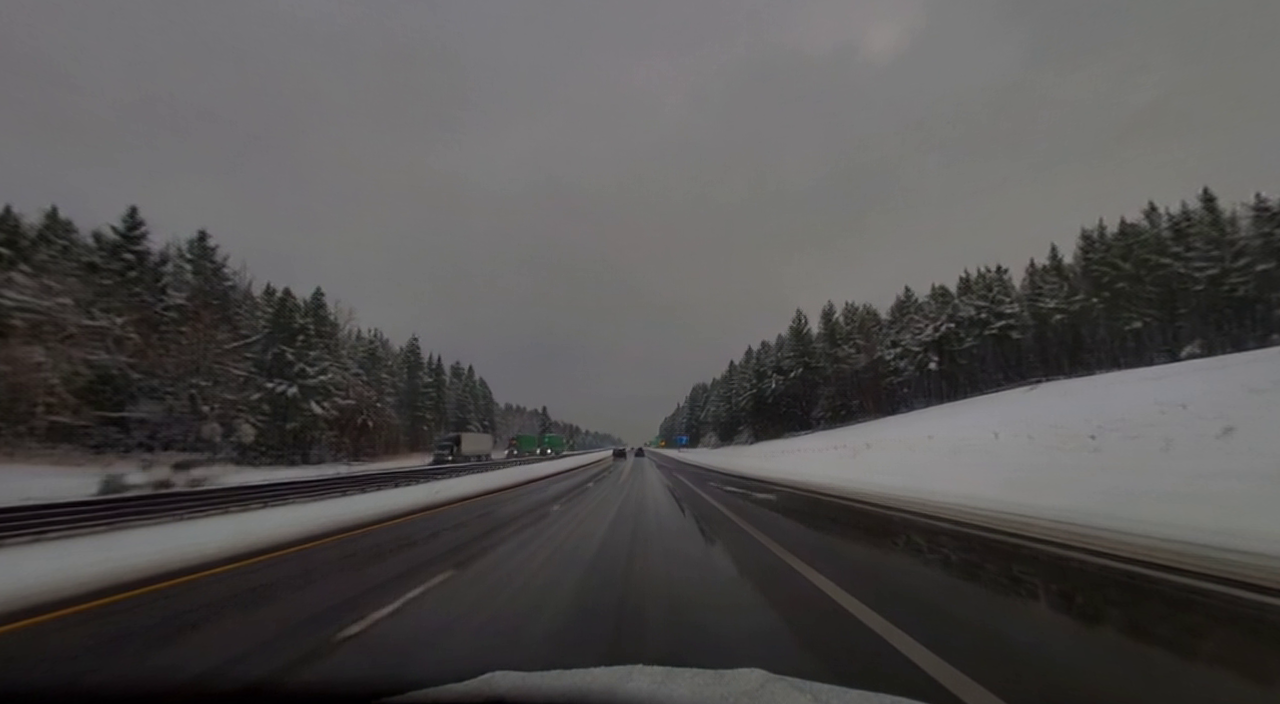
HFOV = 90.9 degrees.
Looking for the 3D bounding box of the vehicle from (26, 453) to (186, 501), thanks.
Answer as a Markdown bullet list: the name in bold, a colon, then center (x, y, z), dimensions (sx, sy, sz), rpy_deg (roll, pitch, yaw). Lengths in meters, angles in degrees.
- **vehicle**: center (-18.797, 4.392, 22.508), dimensions (1.861, 1.480, 4.413), rpy_deg (0, -9, 0)
